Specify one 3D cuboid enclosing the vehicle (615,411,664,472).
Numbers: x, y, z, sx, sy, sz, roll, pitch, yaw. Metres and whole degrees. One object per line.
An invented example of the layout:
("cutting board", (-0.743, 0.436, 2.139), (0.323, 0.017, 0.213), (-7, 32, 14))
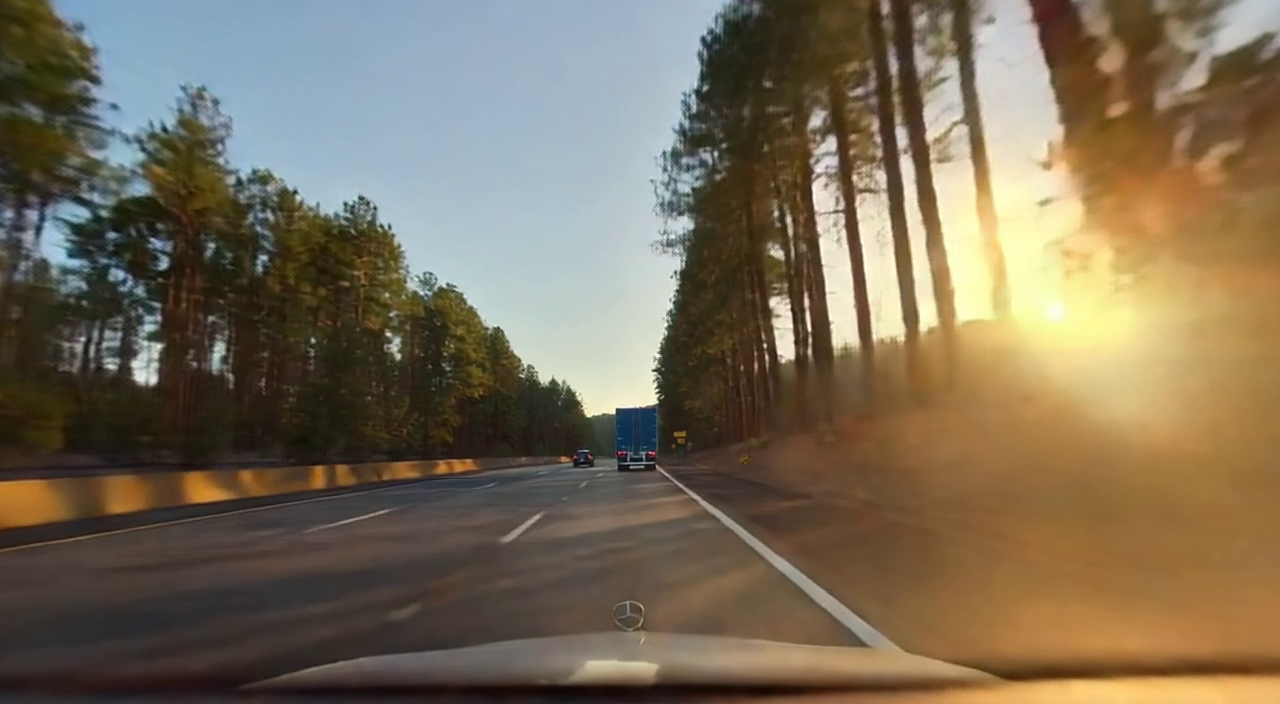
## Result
("vehicle", (-0.102, 7.044, 49.593), (3.320, 4.173, 11.889), (0, -8, -1))
